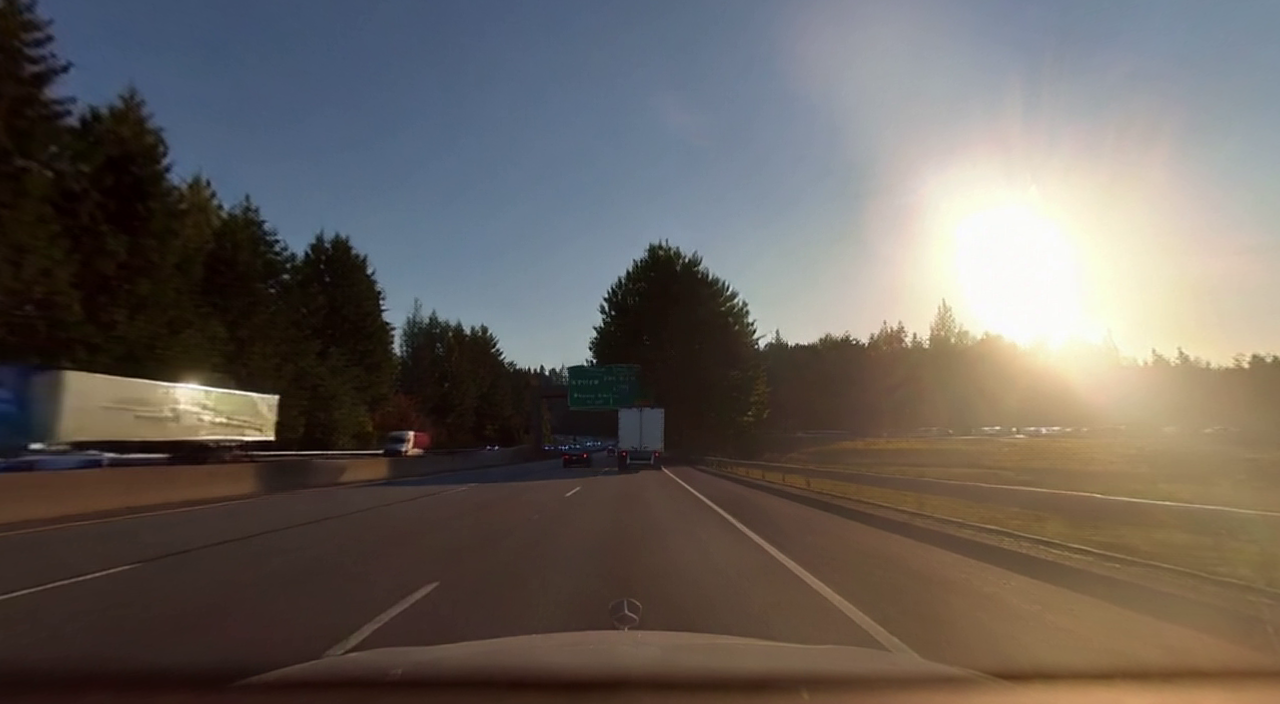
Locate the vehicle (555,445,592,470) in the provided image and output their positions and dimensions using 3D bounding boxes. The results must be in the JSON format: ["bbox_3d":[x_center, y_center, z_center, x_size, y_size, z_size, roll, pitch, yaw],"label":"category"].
[{"bbox_3d":[-4.395,7.066,42.321,1.964,1.556,4.071,0,-9,0],"label":"vehicle"}]

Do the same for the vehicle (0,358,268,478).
[{"bbox_3d":[-23.265,3.325,28.088,3.069,3.979,17.930,0,-9,-2],"label":"vehicle"}]

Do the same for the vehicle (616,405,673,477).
[{"bbox_3d":[0.119,5.692,39.562,2.976,3.800,12.335,0,-9,-1],"label":"vehicle"}]
